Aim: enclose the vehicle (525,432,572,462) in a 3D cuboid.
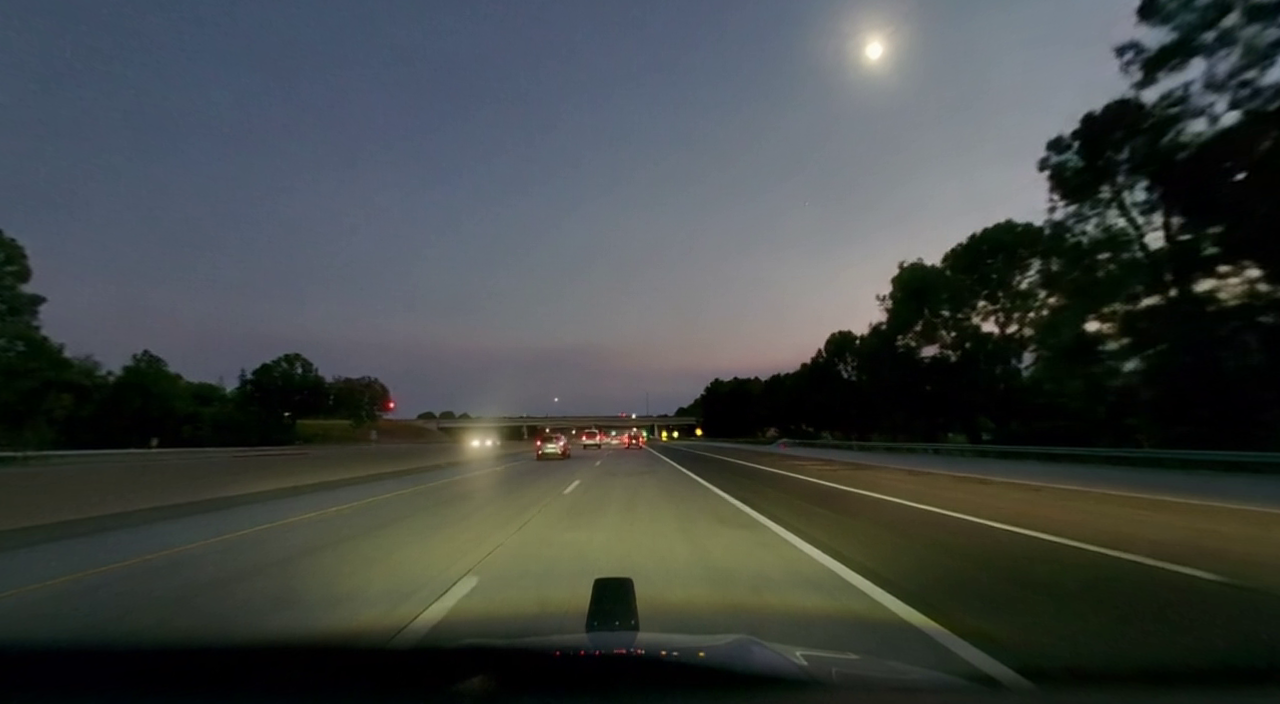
[{"bbox_3d":[-4.828,5.073,33.879,1.933,1.473,4.023,0,-8,0],"label":"vehicle"}]
